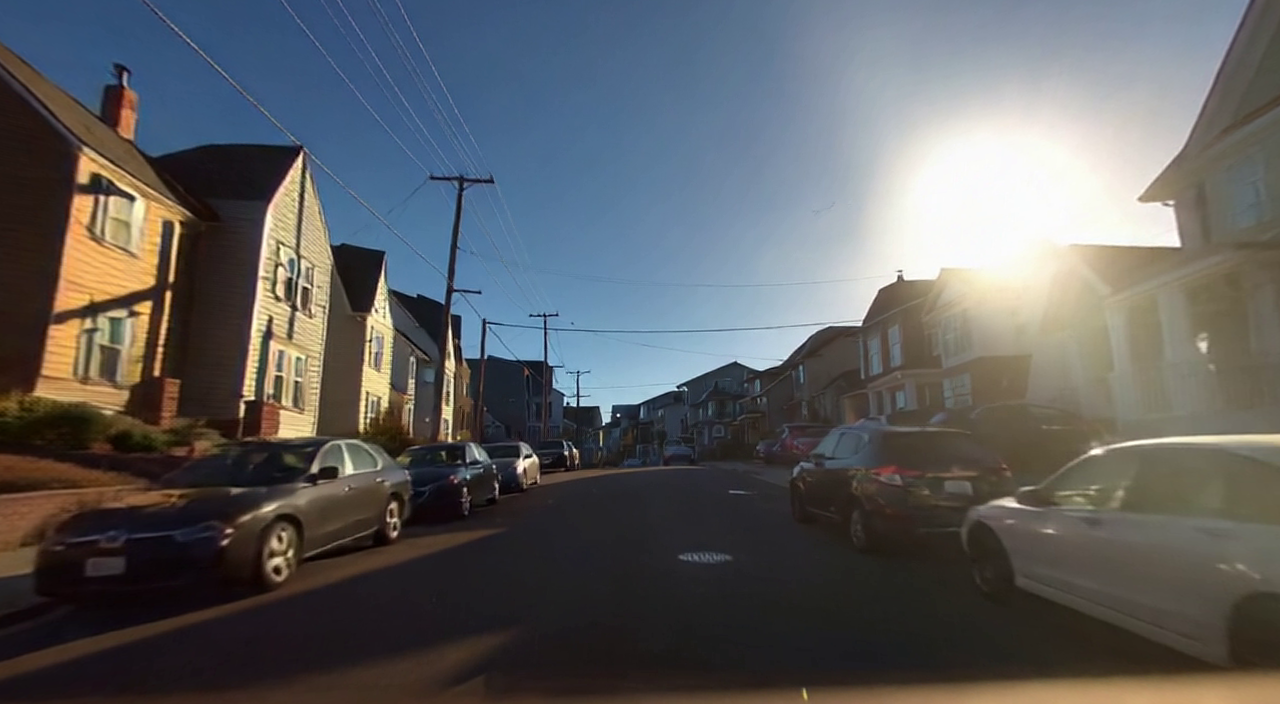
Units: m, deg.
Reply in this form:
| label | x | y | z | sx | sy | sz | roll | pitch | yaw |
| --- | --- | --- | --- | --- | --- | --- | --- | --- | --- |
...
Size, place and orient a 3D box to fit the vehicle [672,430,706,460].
| label | x | y | z | sx | sy | sz | roll | pitch | yaw |
| --- | --- | --- | --- | --- | --- | --- | --- | --- | --- |
| vehicle | 3.774 | 7.296 | 49.397 | 2.343 | 2.229 | 4.199 | 0 | -8 | 0 |

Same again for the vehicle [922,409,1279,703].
| label | x | y | z | sx | sy | sz | roll | pitch | yaw |
| --- | --- | --- | --- | --- | --- | --- | --- | --- | --- |
| vehicle | 3.652 | 1.119 | 3.725 | 2.083 | 1.407 | 4.506 | 0 | -8 | 3 |

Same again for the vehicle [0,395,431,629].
| label | x | y | z | sx | sy | sz | roll | pitch | yaw |
| --- | --- | --- | --- | --- | --- | --- | --- | --- | --- |
| vehicle | -4.186 | 1.613 | 7.252 | 2.031 | 1.708 | 4.746 | -2 | -9 | -1 |

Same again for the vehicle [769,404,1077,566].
| label | x | y | z | sx | sy | sz | roll | pitch | yaw |
| --- | --- | --- | --- | --- | --- | --- | --- | --- | --- |
| vehicle | 3.405 | 1.695 | 8.815 | 1.957 | 1.644 | 4.433 | 1 | -8 | -4 |
